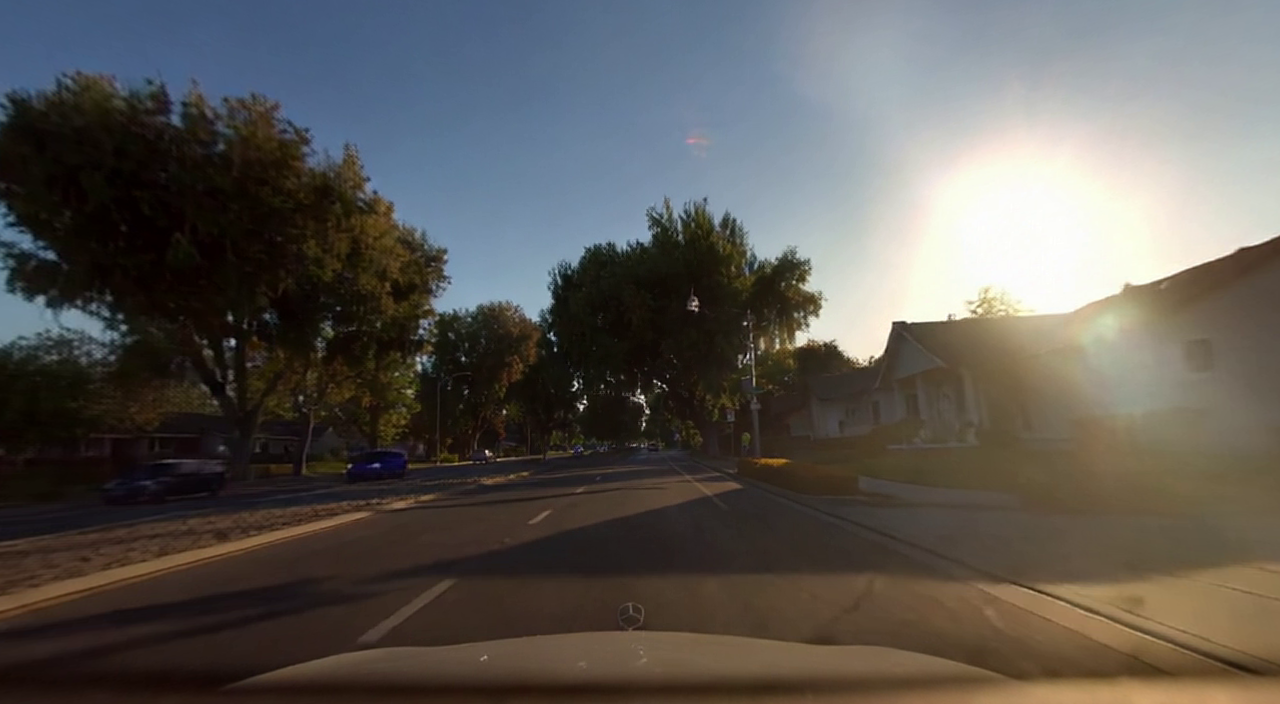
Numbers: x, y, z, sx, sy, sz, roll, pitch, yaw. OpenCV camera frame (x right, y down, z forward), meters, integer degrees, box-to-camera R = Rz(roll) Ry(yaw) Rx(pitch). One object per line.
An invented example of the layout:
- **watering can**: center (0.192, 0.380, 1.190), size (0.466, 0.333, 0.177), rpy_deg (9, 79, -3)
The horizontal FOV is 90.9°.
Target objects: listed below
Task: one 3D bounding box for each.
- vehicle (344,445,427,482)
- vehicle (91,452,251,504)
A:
- **vehicle**: center (-12.242, 5.352, 30.702), size (2.193, 1.628, 4.560), rpy_deg (0, -8, -1)
- **vehicle**: center (-15.236, 4.069, 20.866), size (1.942, 1.481, 4.412), rpy_deg (0, -8, -1)
